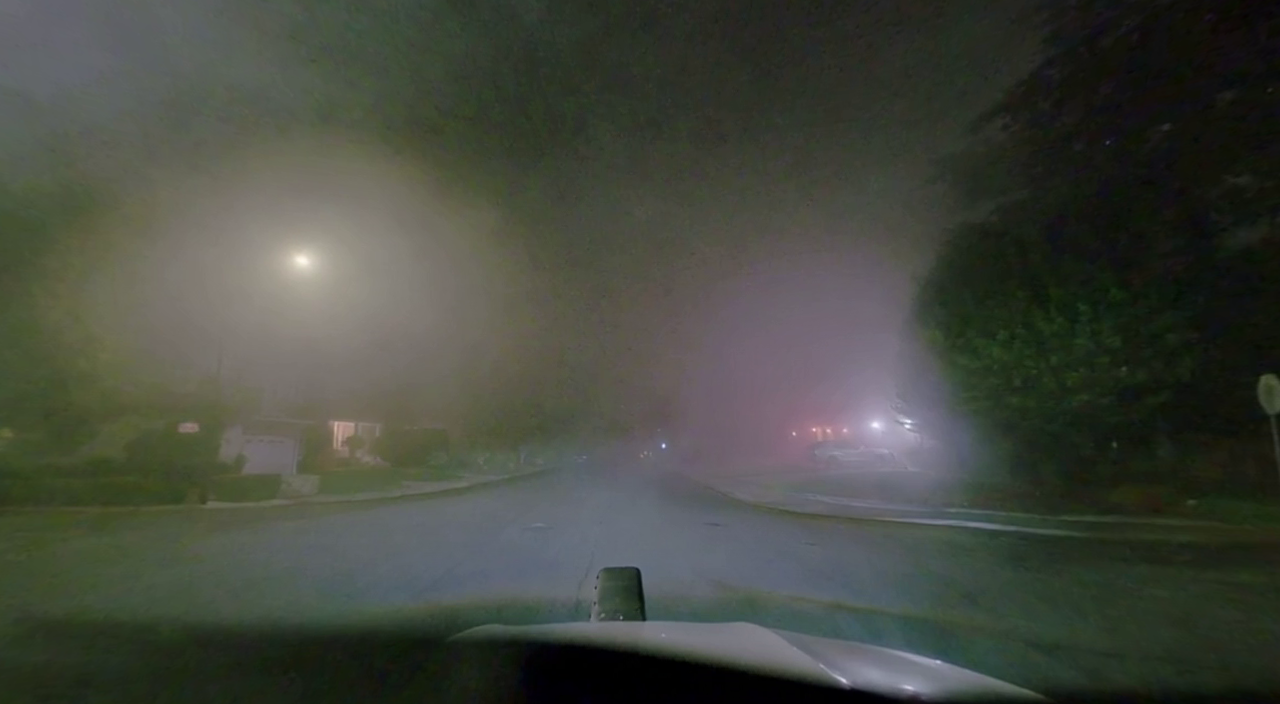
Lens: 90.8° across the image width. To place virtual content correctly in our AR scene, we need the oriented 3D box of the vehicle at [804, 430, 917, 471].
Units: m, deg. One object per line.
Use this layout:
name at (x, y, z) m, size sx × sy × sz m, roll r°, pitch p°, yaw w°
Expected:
vehicle at (11.133, 5.022, 32.144) m, size 4.894 × 1.616 × 1.965 m, roll -5°, pitch -9°, yaw 1°
